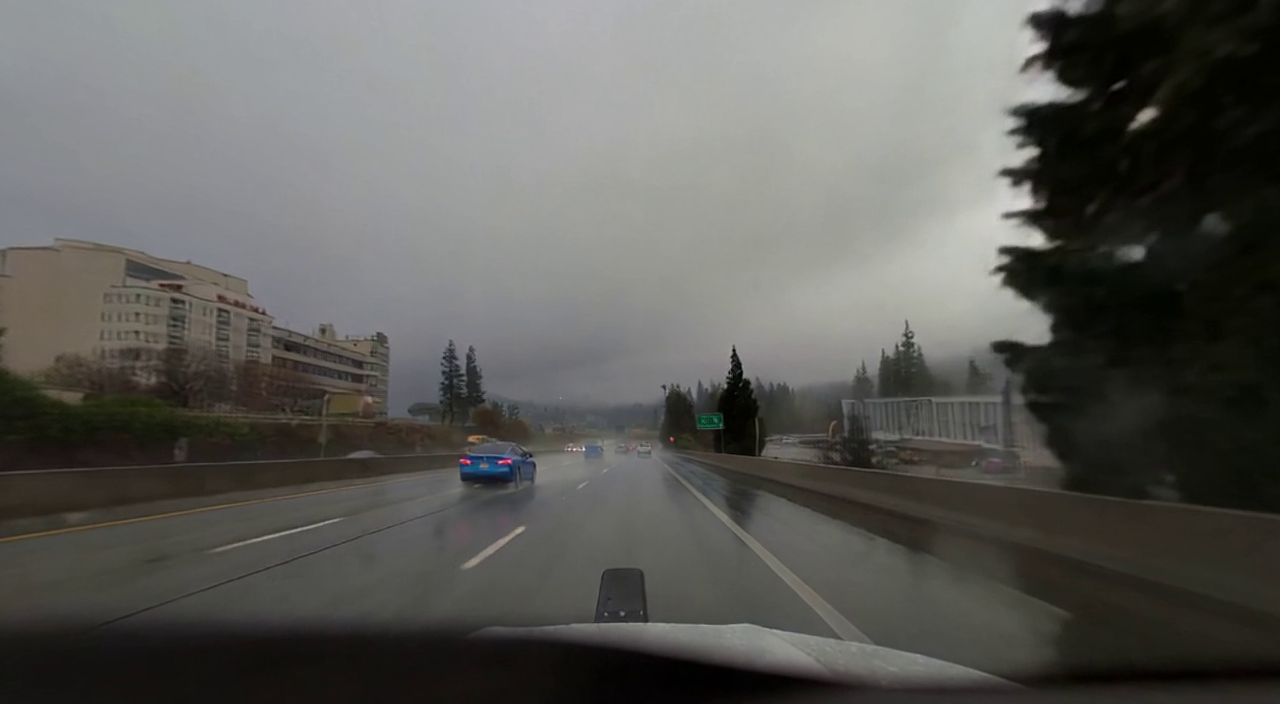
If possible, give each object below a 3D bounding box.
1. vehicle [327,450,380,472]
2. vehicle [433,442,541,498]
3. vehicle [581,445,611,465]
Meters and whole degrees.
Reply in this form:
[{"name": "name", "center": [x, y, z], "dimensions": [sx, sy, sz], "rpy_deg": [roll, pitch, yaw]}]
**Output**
[{"name": "vehicle", "center": [-21.372, 8.136, 47.233], "dimensions": [1.803, 1.466, 4.393], "rpy_deg": [0, -8, 1]}, {"name": "vehicle", "center": [-4.454, 3.481, 19.123], "dimensions": [2.083, 1.471, 4.350], "rpy_deg": [0, -8, 1]}, {"name": "vehicle", "center": [-3.325, 7.925, 48.576], "dimensions": [1.926, 1.464, 4.186], "rpy_deg": [0, -8, 1]}]
